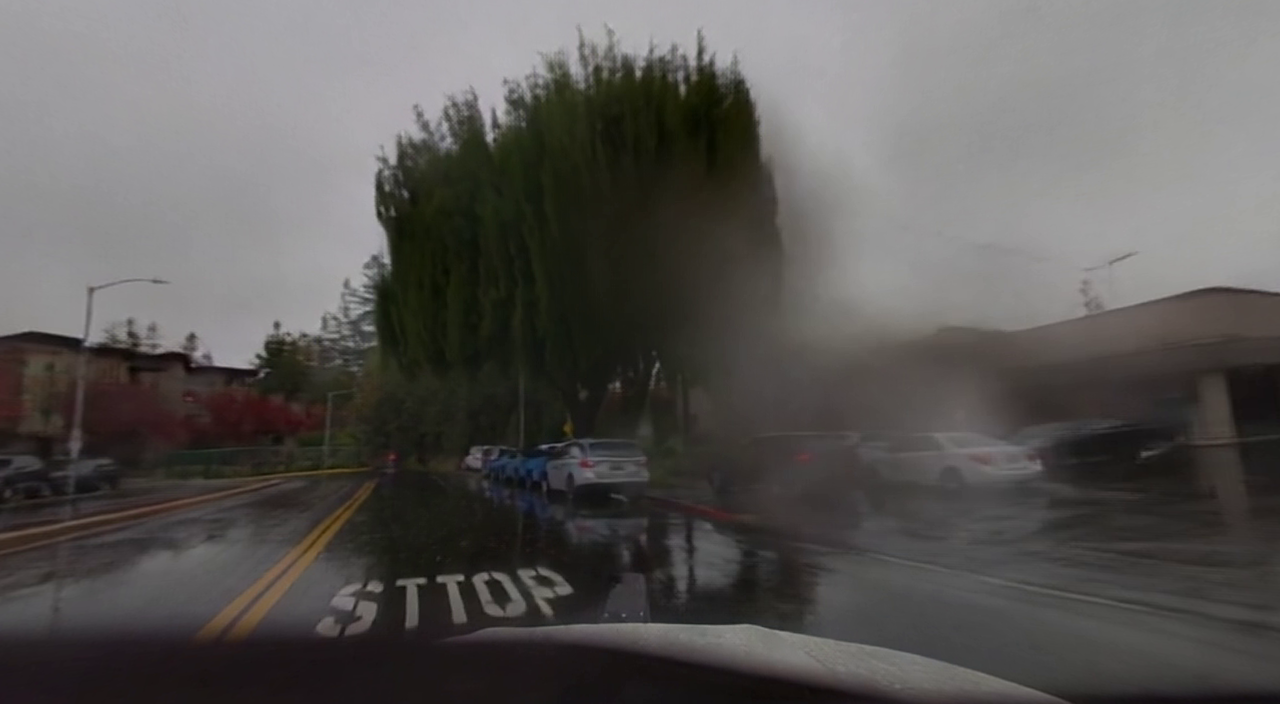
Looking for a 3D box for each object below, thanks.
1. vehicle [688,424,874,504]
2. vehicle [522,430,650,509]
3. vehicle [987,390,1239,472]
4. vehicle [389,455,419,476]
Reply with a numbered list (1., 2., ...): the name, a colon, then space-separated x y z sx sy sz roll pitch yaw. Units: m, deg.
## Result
1. vehicle: 3.854 3.153 18.720 2.282 1.893 6.027 1 -7 -23
2. vehicle: -1.871 3.424 19.048 2.292 1.974 5.853 3 -9 -21
3. vehicle: 21.683 3.845 29.893 2.928 3.230 9.384 2 -9 -18
4. vehicle: -18.741 8.930 49.731 2.010 1.499 4.107 3 -9 -23
